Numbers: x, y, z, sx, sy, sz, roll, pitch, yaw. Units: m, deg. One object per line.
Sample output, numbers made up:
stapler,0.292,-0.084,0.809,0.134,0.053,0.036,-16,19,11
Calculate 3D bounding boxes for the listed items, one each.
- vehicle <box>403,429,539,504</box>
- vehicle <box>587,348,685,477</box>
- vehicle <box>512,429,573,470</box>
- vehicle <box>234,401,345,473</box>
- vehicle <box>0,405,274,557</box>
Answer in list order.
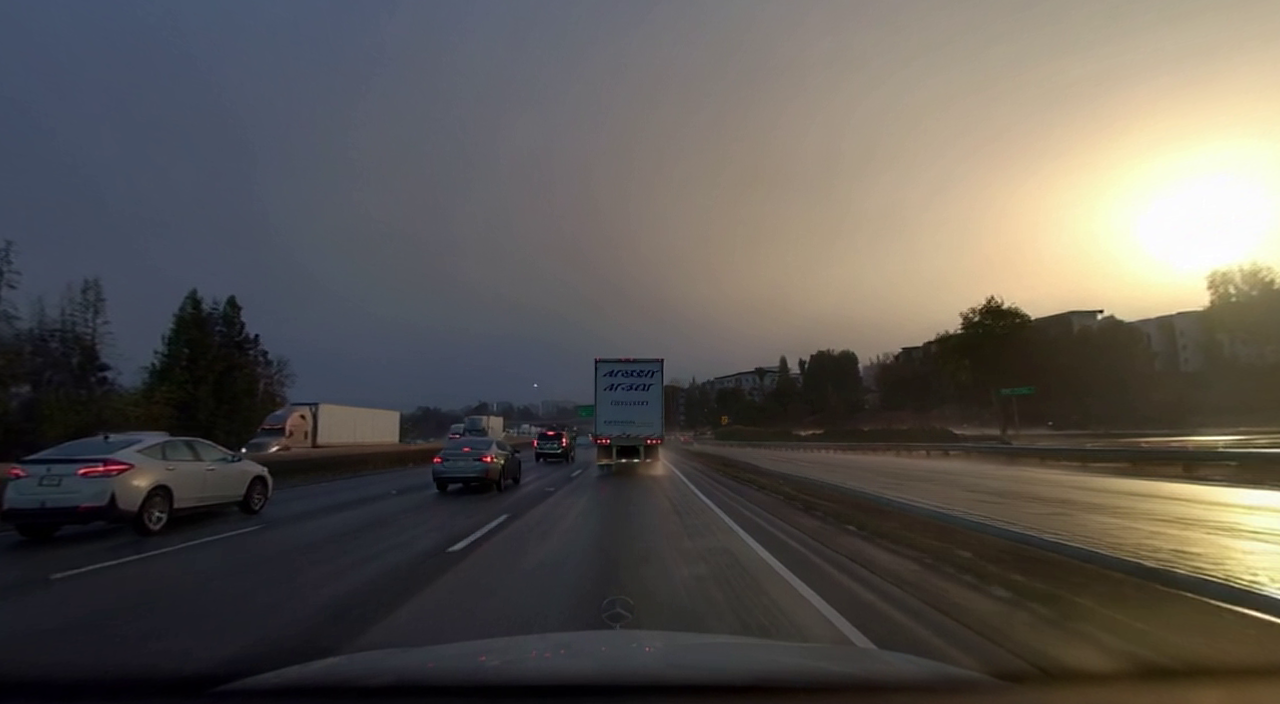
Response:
vehicle,-3.806,2.630,15.051,1.964,1.507,4.361,0,-8,1
vehicle,-0.291,2.693,26.007,3.171,4.204,11.036,0,-8,-2
vehicle,-4.059,4.146,26.912,1.946,1.599,4.073,0,-8,0
vehicle,-22.175,5.428,40.305,3.113,4.229,6.375,0,-8,2
vehicle,-7.772,1.762,9.351,1.998,1.698,4.461,0,-8,-1
